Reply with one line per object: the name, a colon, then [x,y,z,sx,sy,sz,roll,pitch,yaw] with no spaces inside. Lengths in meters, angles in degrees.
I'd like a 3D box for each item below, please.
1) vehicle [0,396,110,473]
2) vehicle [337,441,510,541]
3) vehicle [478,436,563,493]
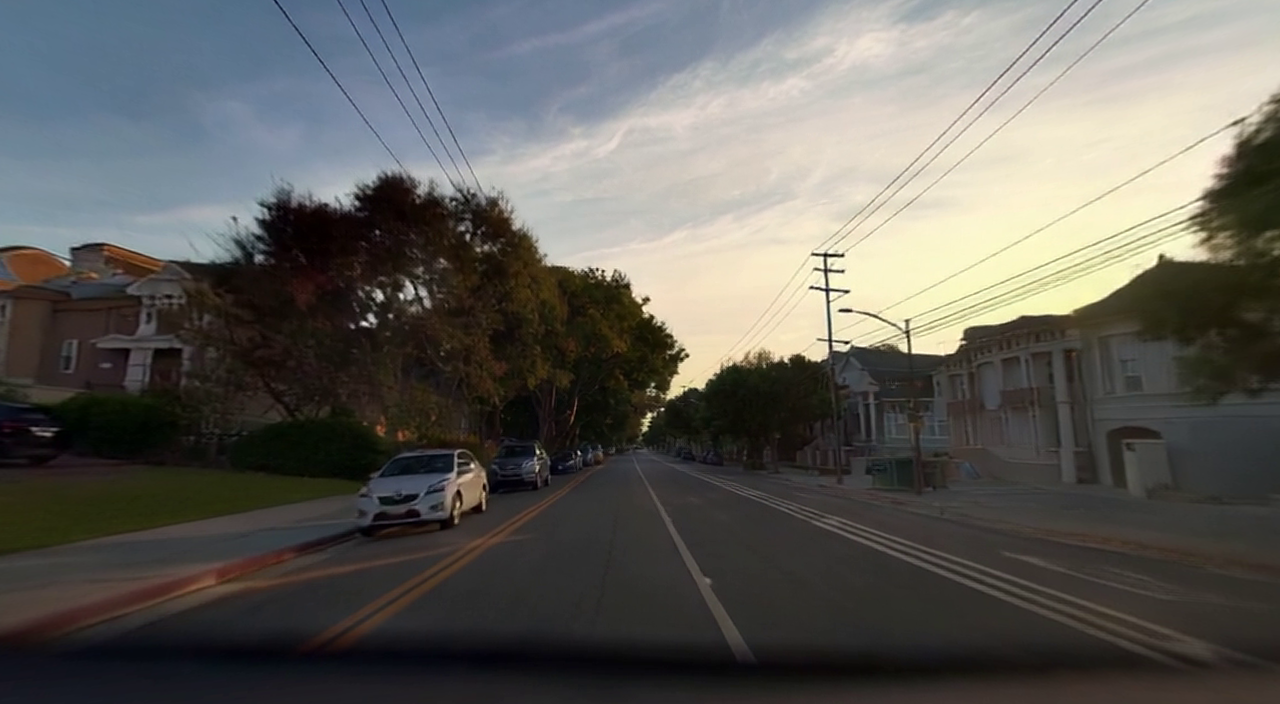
vehicle: [-17.610,2.235,17.082,4.465,1.933,2.198,0,-8,-1]
vehicle: [-3.893,2.544,12.360,1.825,1.542,4.715,0,-9,-1]
vehicle: [-4.399,4.258,24.271,2.189,1.887,5.616,-1,-9,0]
